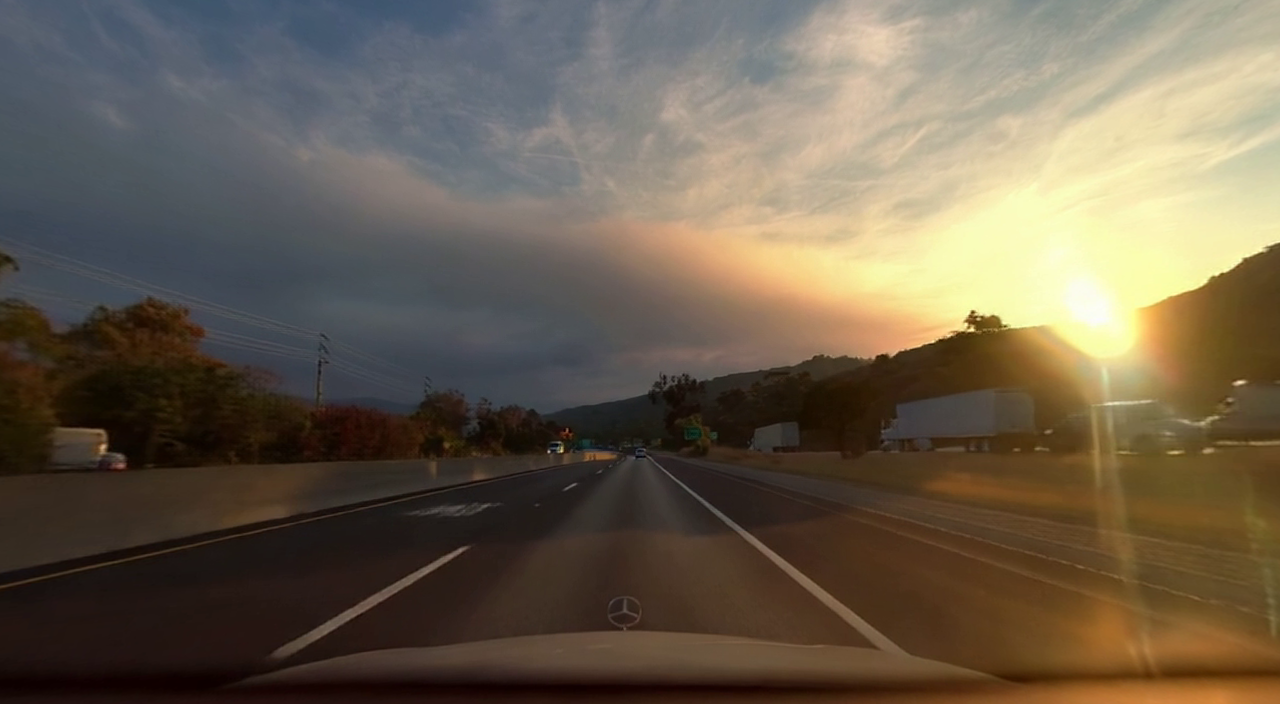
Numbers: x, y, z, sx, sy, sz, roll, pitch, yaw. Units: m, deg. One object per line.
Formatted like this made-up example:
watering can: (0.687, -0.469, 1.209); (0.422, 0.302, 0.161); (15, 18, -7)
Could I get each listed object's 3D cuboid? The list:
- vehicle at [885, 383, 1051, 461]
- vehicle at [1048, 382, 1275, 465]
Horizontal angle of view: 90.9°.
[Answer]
vehicle: (20.672, 5.069, 41.657); (2.861, 4.047, 15.002); (-3, -10, 0)
vehicle: (20.655, 3.062, 25.793); (2.558, 2.886, 7.552); (0, -9, -2)
